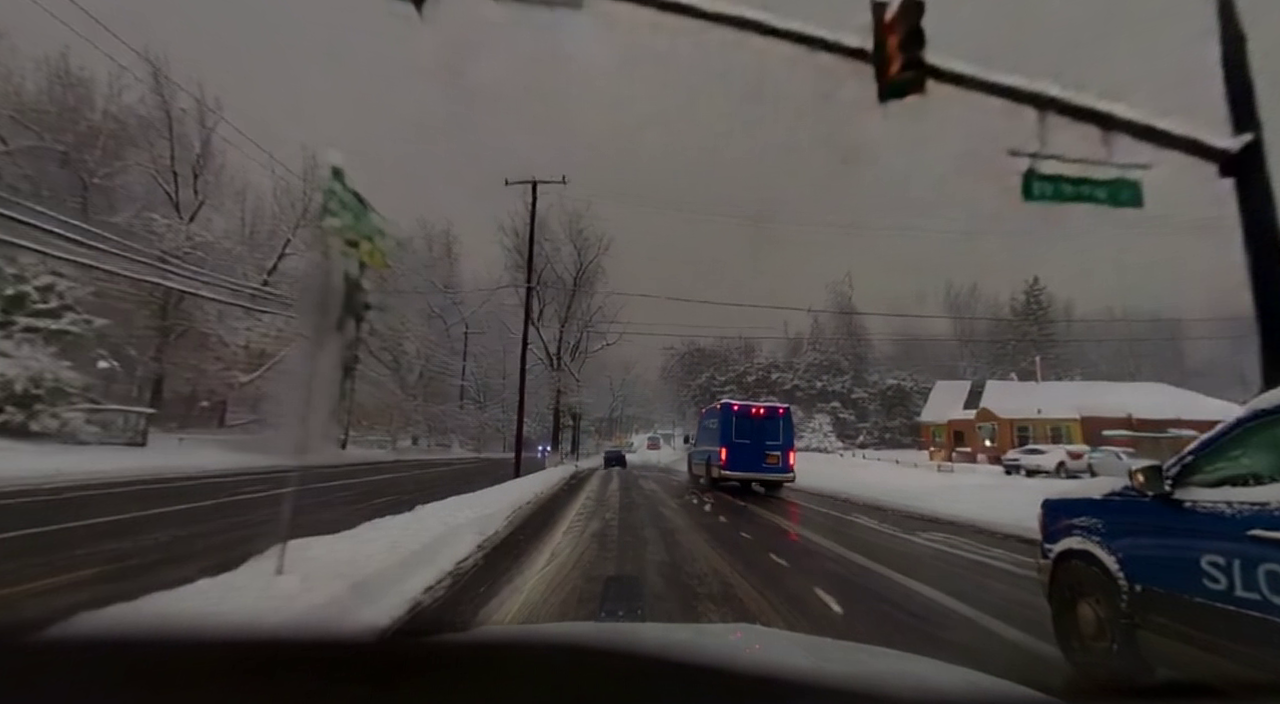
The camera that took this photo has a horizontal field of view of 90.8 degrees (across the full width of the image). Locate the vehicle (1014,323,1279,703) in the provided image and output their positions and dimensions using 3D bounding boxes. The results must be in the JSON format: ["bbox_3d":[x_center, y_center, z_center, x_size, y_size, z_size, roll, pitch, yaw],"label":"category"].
[{"bbox_3d":[3.913,0.749,2.096,2.194,1.922,4.822,0,-8,-3],"label":"vehicle"}]

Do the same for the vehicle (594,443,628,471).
[{"bbox_3d":[-1.922,6.780,40.981,2.114,1.707,3.725,0,-8,-4],"label":"vehicle"}]

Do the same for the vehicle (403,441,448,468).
[{"bbox_3d":[-15.073,7.171,44.617,1.909,1.705,4.126,1,-7,-2],"label":"vehicle"}]

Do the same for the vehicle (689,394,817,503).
[{"bbox_3d":[3.016,2.775,18.514,2.406,2.687,5.521,0,-8,-4],"label":"vehicle"}]
